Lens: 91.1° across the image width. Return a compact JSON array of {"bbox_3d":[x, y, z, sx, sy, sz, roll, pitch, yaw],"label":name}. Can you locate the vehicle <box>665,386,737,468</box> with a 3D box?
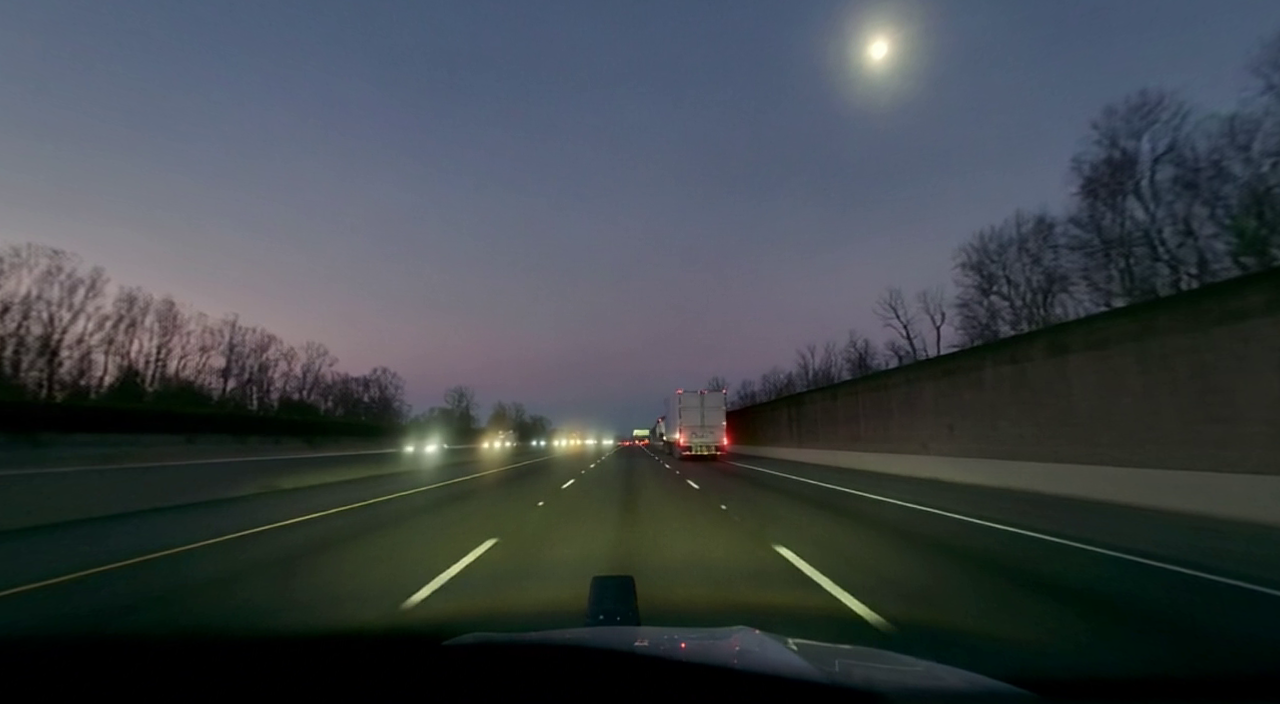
[{"bbox_3d":[3.418,4.814,40.018,2.979,4.161,15.508,1,-7,0],"label":"vehicle"}]

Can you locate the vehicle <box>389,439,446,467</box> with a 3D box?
[{"bbox_3d":[-12.740,5.781,36.245,1.803,1.450,4.054,0,-8,-1],"label":"vehicle"}]
